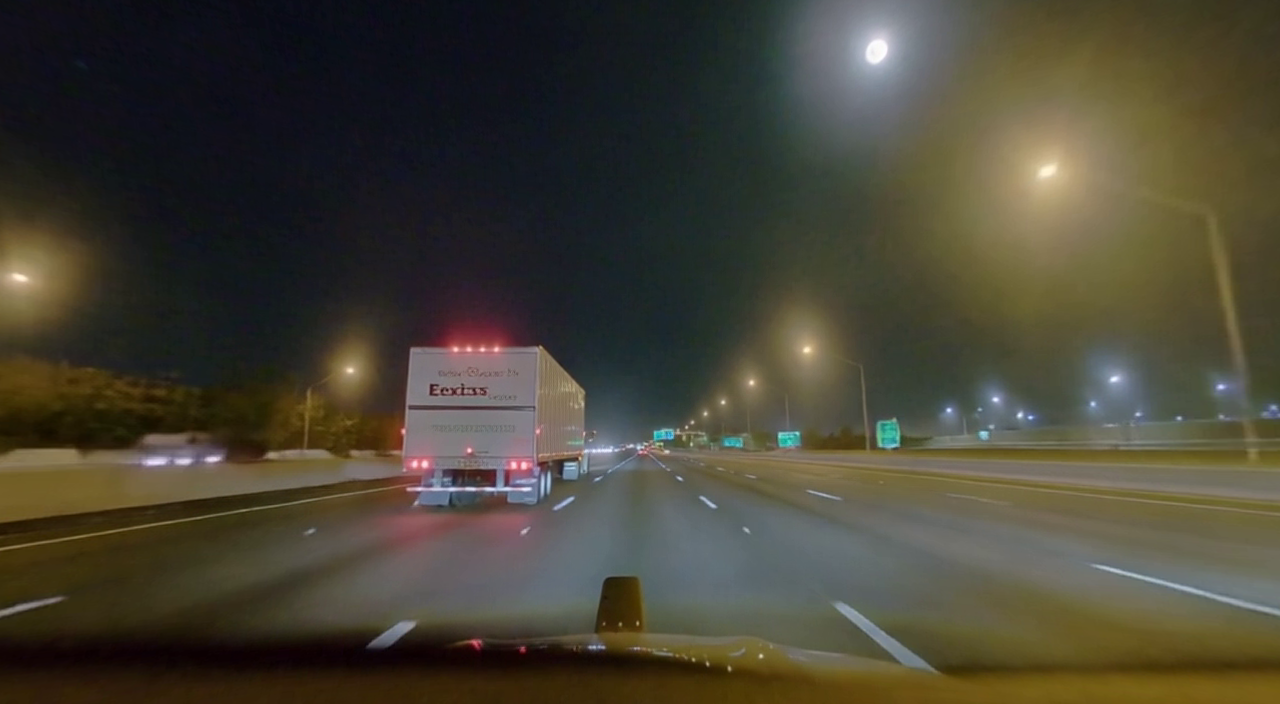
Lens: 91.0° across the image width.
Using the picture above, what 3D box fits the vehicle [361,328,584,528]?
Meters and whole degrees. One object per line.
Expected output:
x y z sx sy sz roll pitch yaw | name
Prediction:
-3.234 1.928 15.099 2.922 3.458 8.360 0 -9 1 | vehicle
